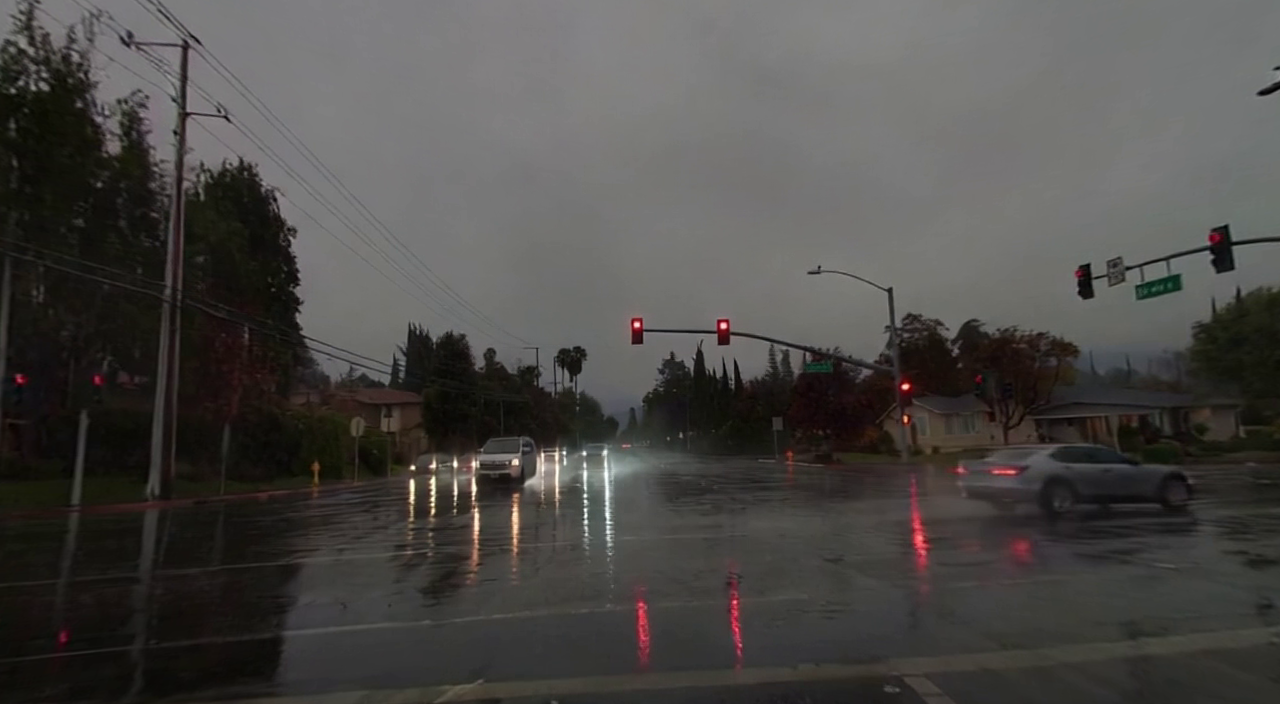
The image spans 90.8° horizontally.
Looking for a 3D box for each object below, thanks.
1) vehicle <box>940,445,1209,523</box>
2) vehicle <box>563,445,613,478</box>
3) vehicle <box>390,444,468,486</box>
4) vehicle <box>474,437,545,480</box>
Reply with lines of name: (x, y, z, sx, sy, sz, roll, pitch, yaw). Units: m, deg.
vehicle: (8.955, 2.650, 13.169, 4.443, 1.367, 2.197, 2, -9, -16)
vehicle: (-2.426, 5.281, 30.834, 2.174, 1.477, 4.805, 0, -9, -2)
vehicle: (-10.168, 5.458, 30.890, 2.241, 1.819, 4.690, 0, -9, -1)
vehicle: (-6.391, 5.295, 31.690, 2.479, 1.977, 5.254, 0, -9, -1)
